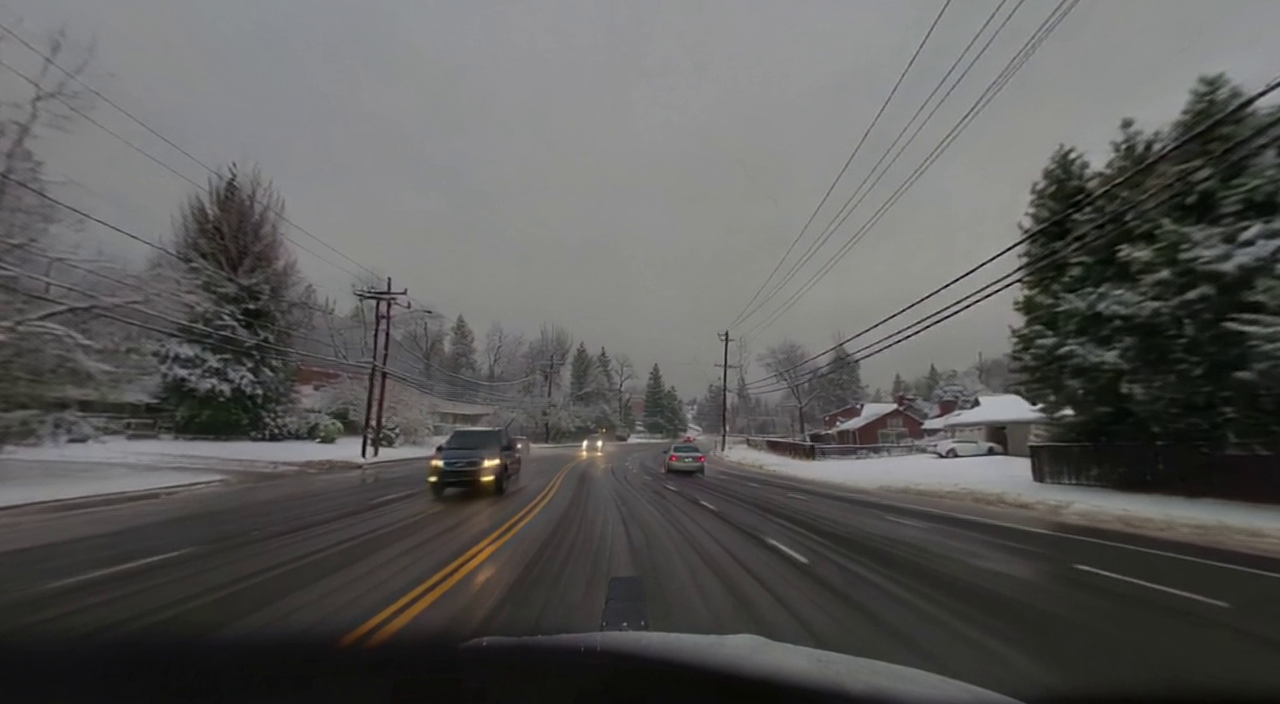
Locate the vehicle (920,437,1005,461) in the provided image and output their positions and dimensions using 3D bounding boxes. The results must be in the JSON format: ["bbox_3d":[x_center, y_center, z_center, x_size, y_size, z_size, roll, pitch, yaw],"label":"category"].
[{"bbox_3d":[20.560,6.189,40.268,4.444,1.479,1.913,0,-7,-5],"label":"vehicle"}]

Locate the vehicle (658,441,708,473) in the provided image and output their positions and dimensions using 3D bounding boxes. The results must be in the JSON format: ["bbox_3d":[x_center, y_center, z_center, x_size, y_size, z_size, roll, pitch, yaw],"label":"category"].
[{"bbox_3d":[2.079,5.241,31.703,1.982,1.451,4.152,0,-9,-4],"label":"vehicle"}]

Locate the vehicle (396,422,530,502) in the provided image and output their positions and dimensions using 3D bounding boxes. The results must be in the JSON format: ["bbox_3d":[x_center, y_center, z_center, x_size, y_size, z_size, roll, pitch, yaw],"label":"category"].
[{"bbox_3d":[-4.345,2.798,16.383,2.205,1.769,4.589,0,-9,-1],"label":"vehicle"}]
